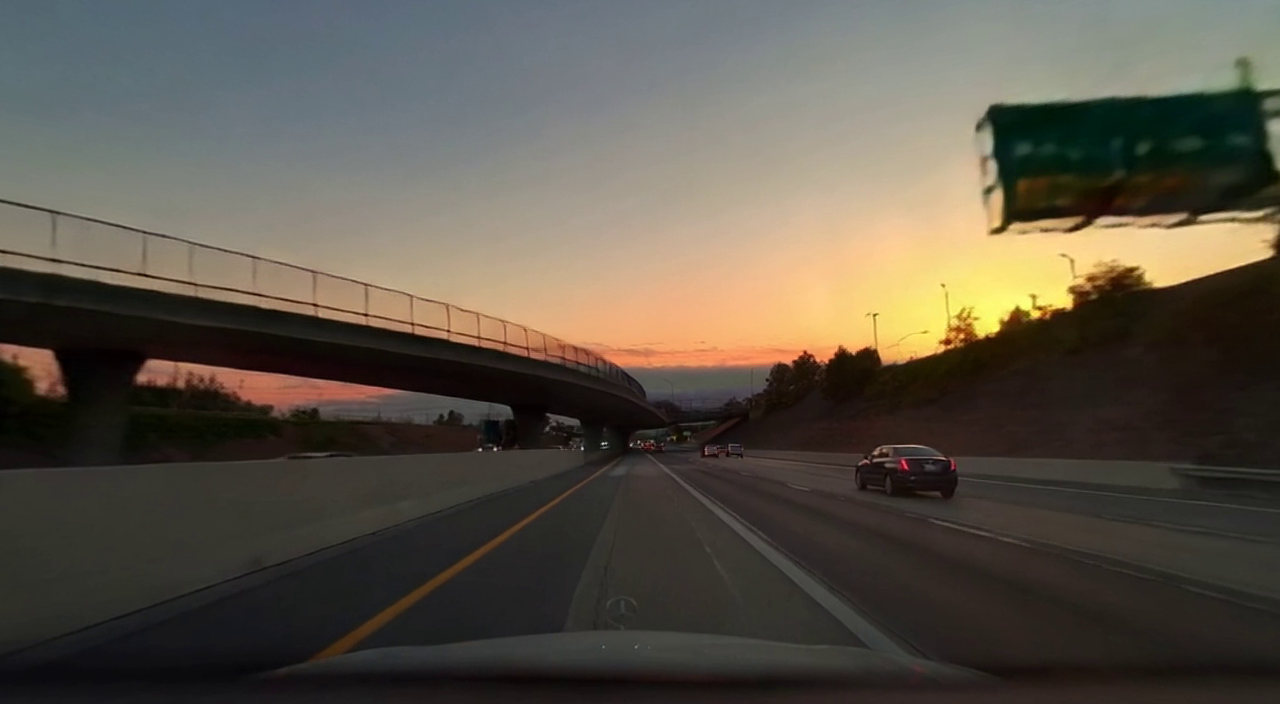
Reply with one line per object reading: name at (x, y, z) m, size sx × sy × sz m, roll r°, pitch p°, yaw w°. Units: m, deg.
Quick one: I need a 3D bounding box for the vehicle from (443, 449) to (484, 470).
vehicle at (-13.818, 8.397, 49.661) m, size 1.911 × 1.500 × 4.555 m, roll 0°, pitch -9°, yaw 0°

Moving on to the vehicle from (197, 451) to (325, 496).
vehicle at (-14.112, 4.517, 23.894) m, size 1.967 × 1.473 × 4.635 m, roll 0°, pitch -9°, yaw 0°

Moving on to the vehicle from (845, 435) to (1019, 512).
vehicle at (6.774, 2.846, 15.362) m, size 1.901 × 1.548 × 4.684 m, roll 0°, pitch -9°, yaw -1°
